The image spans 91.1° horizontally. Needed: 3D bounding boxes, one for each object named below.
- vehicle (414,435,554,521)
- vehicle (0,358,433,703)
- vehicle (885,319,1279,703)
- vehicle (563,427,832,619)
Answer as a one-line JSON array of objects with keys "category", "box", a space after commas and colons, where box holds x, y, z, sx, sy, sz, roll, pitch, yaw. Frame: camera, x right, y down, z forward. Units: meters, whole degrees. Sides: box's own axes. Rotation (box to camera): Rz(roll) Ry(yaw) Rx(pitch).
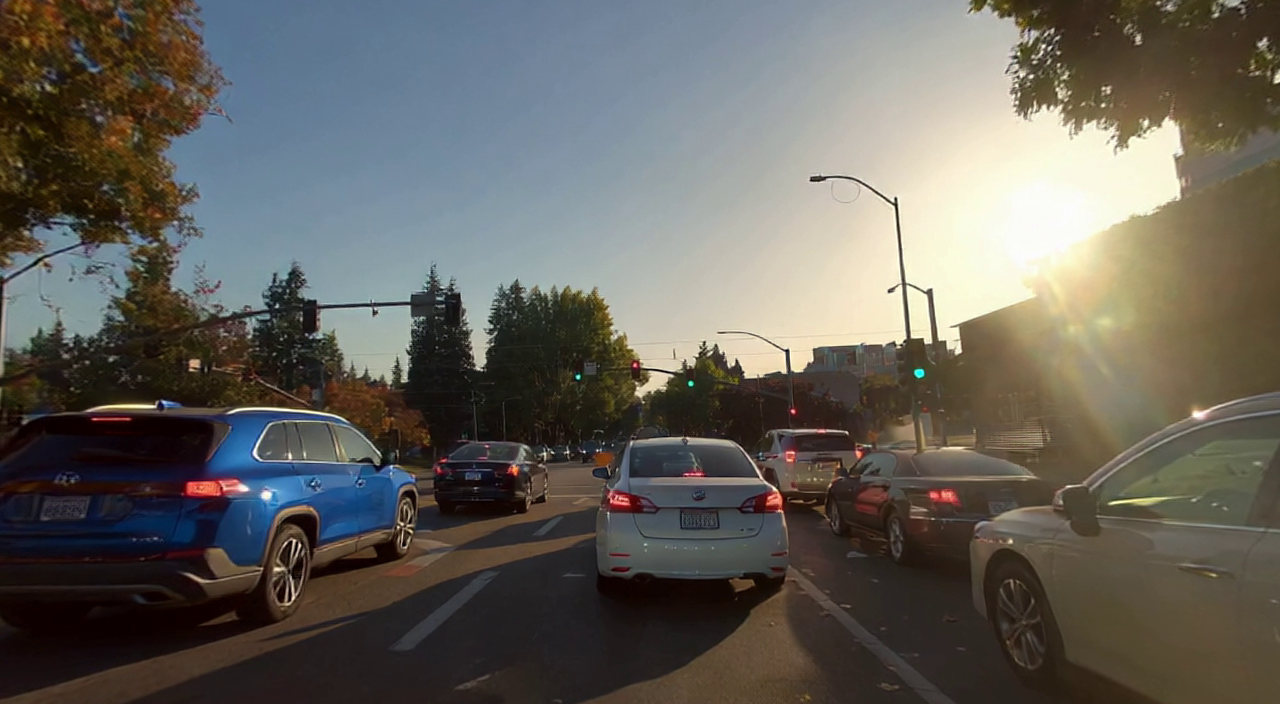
[{"category": "vehicle", "box": [-3.079, 2.566, 13.318, 1.868, 1.516, 4.114, 0, -8, 0]}, {"category": "vehicle", "box": [-3.470, 1.222, 5.283, 1.889, 1.767, 4.289, 0, -8, 1]}, {"category": "vehicle", "box": [3.041, 0.921, 3.051, 1.880, 1.747, 4.500, 0, -8, 0]}, {"category": "vehicle", "box": [0.435, 1.606, 6.839, 2.051, 1.460, 3.932, 0, -8, 0]}]
